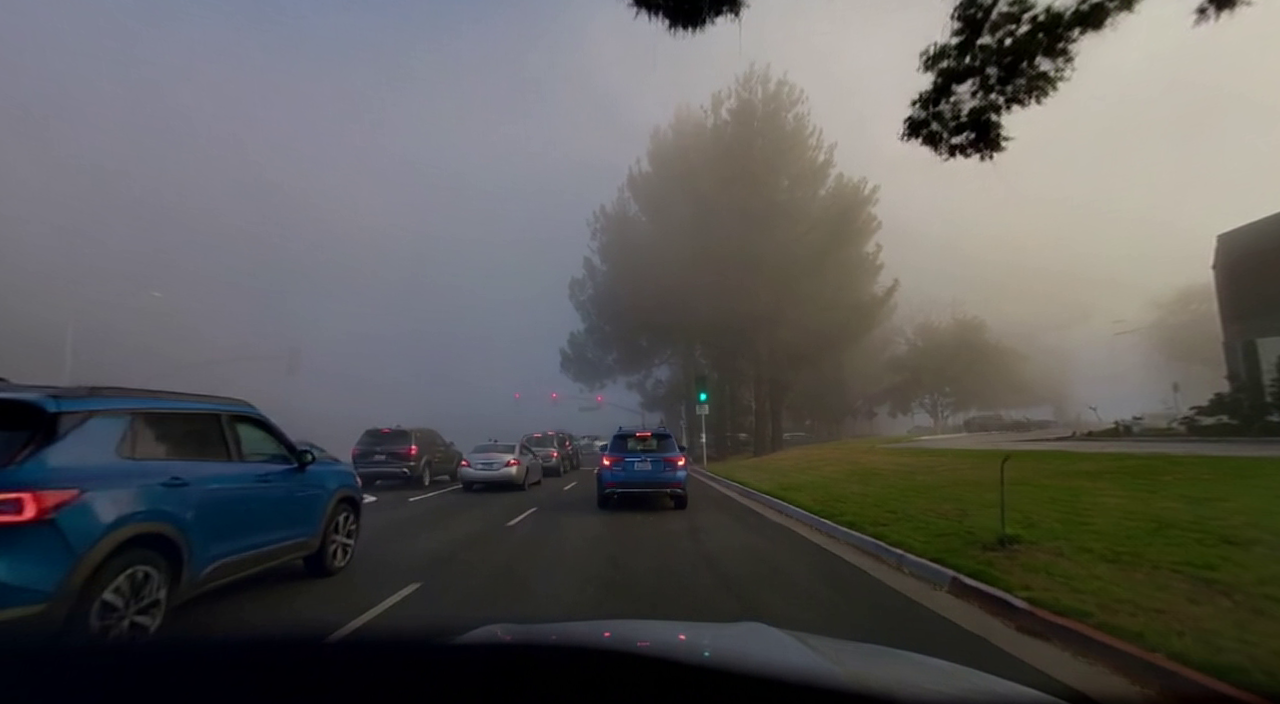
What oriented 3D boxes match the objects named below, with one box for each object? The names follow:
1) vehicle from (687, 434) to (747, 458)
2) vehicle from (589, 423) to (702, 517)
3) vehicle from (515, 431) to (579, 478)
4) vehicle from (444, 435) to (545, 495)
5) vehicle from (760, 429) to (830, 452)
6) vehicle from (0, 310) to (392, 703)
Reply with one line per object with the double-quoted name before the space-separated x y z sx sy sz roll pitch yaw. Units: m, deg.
"vehicle" 5.841 7.108 47.924 4.198 1.751 1.935 -3 -9 16
"vehicle" 0.095 2.464 13.663 2.055 1.681 4.270 0 -9 0
"vehicle" -3.911 4.398 27.301 2.043 1.813 4.549 0 -9 0
"vehicle" -4.103 3.254 18.536 1.942 1.523 4.212 0 -9 0
"vehicle" 10.489 6.037 43.005 4.265 1.498 1.826 -1 -9 3
"vehicle" -4.067 1.131 5.175 2.088 1.947 5.119 0 -9 -1
